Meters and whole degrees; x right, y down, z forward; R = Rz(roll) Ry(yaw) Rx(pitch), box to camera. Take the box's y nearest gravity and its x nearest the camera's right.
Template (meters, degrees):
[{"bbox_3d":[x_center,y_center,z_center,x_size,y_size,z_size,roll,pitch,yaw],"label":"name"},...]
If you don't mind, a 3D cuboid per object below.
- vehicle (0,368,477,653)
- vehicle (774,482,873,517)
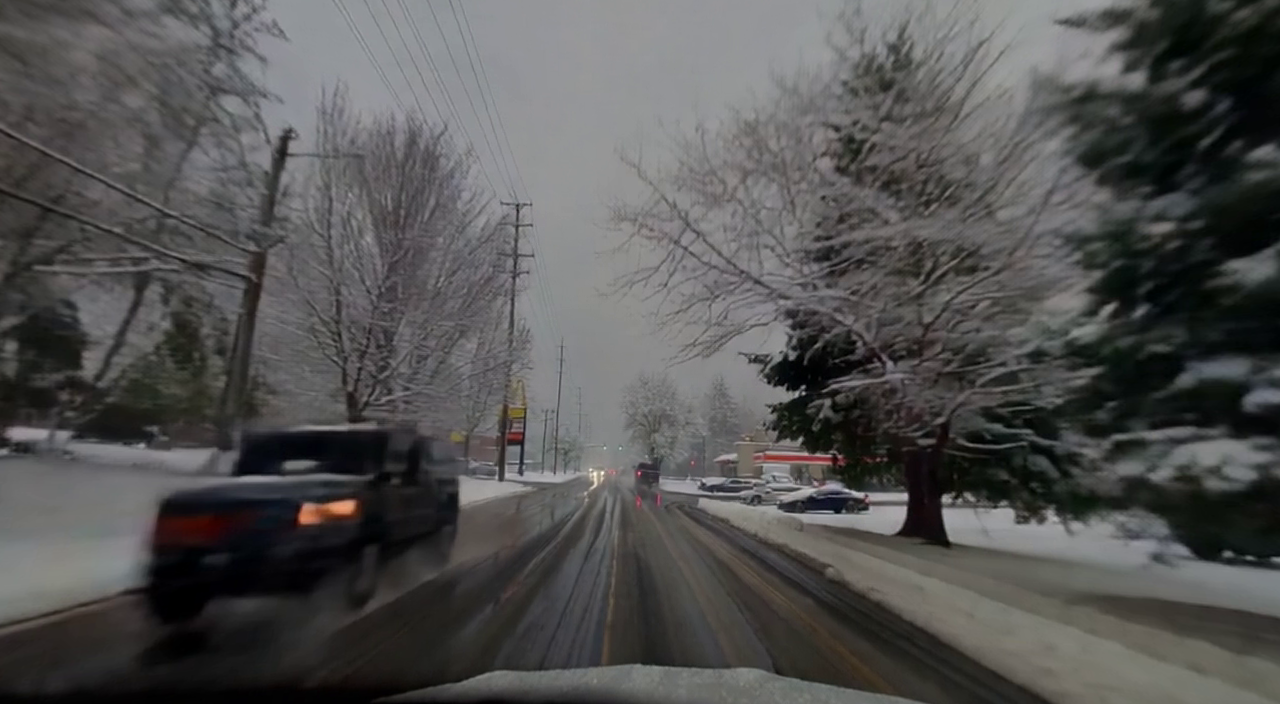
[{"bbox_3d":[-3.440,1.504,6.784,2.165,1.889,4.825,2,-10,-2],"label":"vehicle"},{"bbox_3d":[9.022,7.285,31.225,4.316,1.462,1.921,2,-10,-4],"label":"vehicle"}]
